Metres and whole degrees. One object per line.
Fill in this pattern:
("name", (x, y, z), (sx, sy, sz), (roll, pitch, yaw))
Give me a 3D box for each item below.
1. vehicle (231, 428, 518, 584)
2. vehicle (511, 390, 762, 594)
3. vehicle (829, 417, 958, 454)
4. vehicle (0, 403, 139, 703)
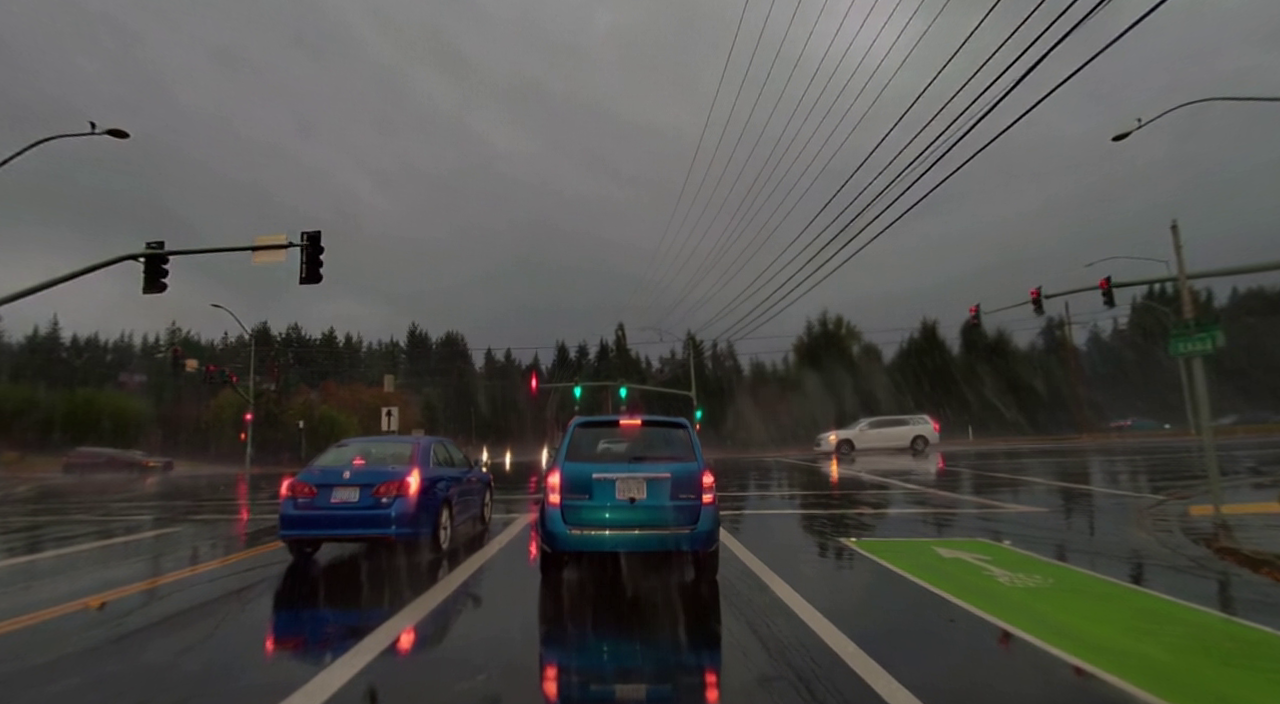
("vehicle", (-2.928, 1.768, 8.008), (1.969, 1.486, 3.702), (0, -8, 1))
("vehicle", (-0.055, 1.518, 7.617), (2.182, 1.773, 4.041), (0, -8, -1))
("vehicle", (13.836, 4.608, 34.814), (6.143, 1.944, 2.229), (-1, -8, 5))
("vehicle", (-3.352, 0.663, 0.445), (1.928, 1.488, 4.936), (0, -8, 0))
